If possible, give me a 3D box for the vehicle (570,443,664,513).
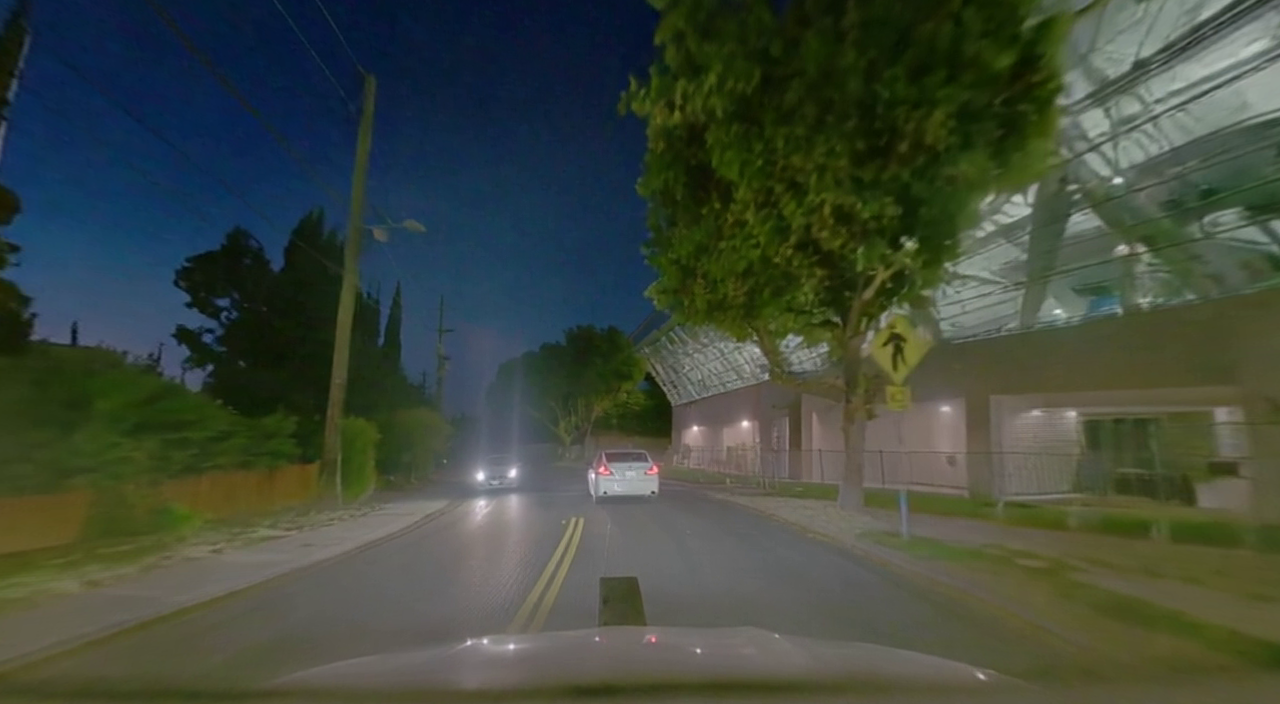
[{"bbox_3d":[-0.673,3.034,15.760,2.060,1.487,3.920,1,-8,-5],"label":"vehicle"}]

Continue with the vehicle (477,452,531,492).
[{"bbox_3d":[-5.530,4.860,25.960,1.957,1.442,4.180,1,-8,-10],"label":"vehicle"}]
